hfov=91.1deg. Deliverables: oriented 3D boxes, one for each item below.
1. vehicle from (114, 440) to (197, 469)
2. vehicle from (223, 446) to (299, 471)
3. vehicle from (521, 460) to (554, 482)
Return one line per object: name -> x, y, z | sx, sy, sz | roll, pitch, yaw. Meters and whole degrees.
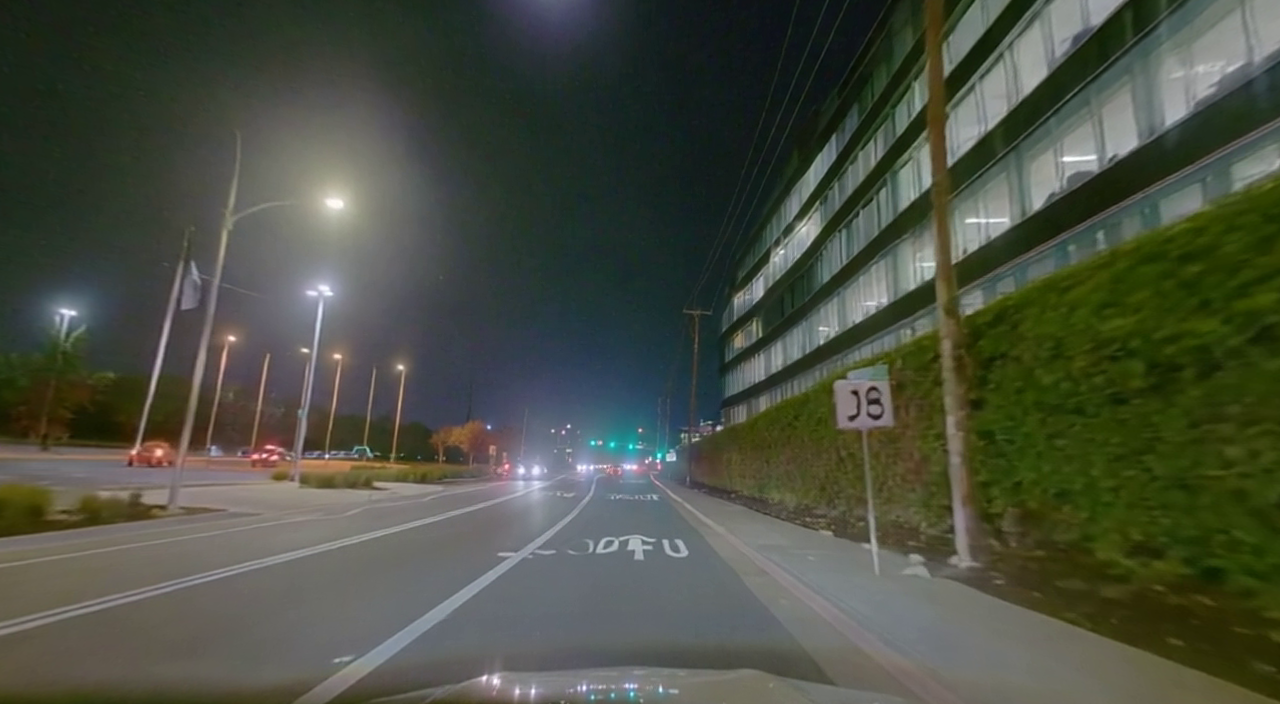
vehicle -> -28.817, 6.134, 37.396 | 3.973, 1.647, 1.896 | -3, -11, 19
vehicle -> -26.569, 7.479, 44.028 | 4.630, 1.710, 2.035 | -4, -11, 23
vehicle -> -7.685, 9.013, 47.555 | 1.922, 1.540, 3.771 | 1, -10, -1
